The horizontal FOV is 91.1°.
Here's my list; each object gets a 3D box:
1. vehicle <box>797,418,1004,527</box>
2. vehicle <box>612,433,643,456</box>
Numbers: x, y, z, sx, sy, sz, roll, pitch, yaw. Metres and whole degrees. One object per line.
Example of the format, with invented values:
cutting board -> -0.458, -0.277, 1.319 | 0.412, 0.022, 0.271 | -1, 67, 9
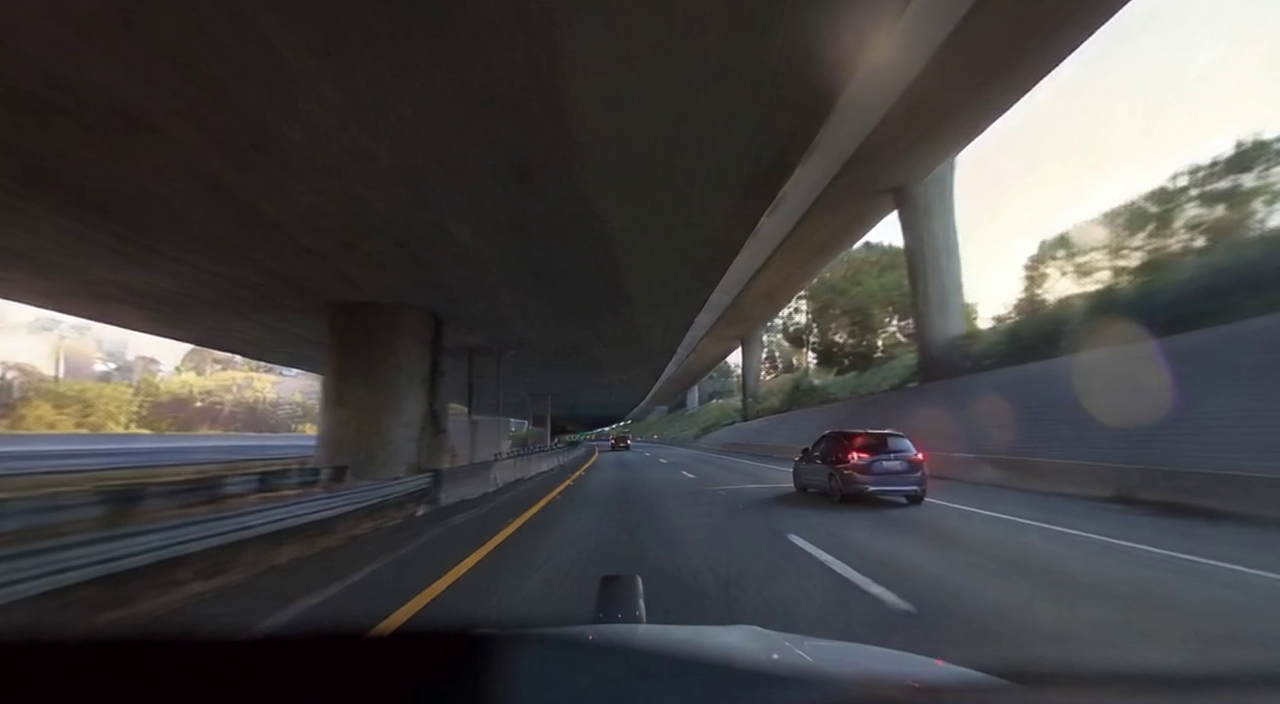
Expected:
vehicle -> 4.144, 1.946, 10.734 | 1.852, 1.513, 3.652 | 0, -8, -2
vehicle -> -0.926, 6.315, 42.919 | 1.998, 1.512, 3.735 | 1, -8, -3
